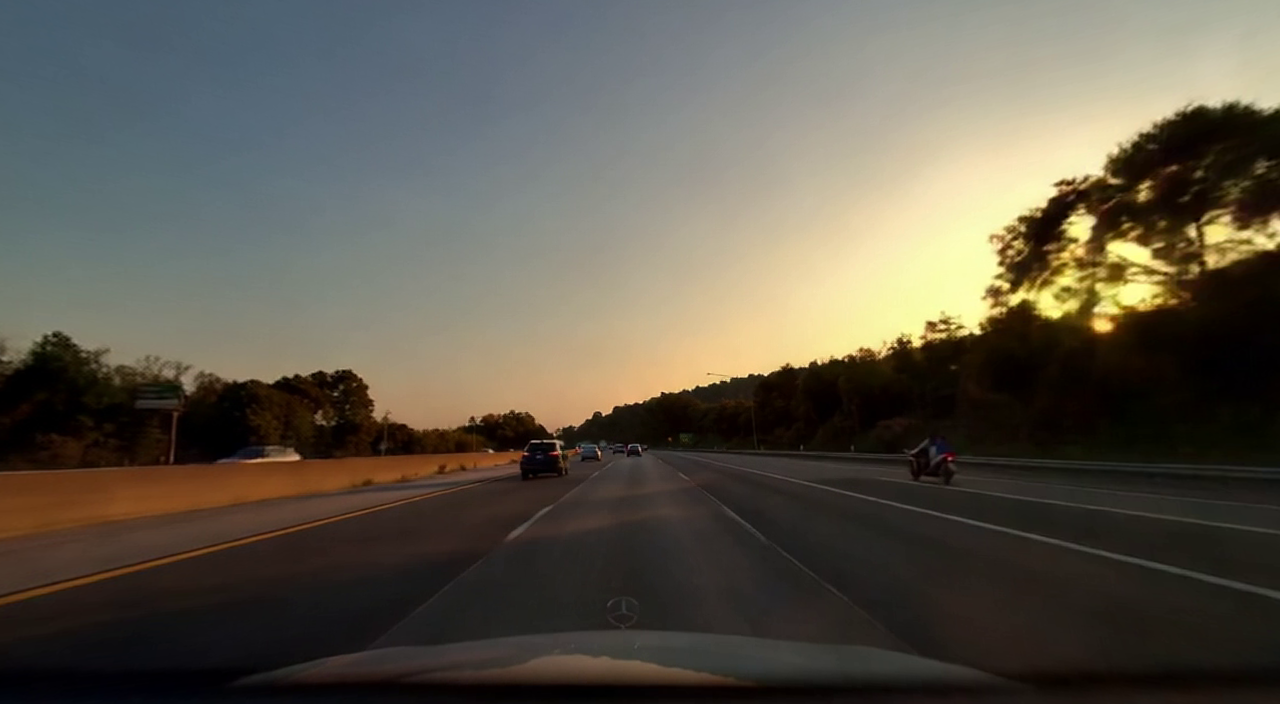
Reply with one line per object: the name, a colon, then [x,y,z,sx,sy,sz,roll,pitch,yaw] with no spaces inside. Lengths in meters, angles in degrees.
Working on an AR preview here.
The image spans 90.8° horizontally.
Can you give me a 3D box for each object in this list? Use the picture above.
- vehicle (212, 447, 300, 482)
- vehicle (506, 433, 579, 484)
vehicle: [-21.264,6.214,35.237,1.977,1.826,4.671,0,-9,0]
vehicle: [-3.630,4.080,24.435,2.114,1.774,4.427,0,-9,0]
